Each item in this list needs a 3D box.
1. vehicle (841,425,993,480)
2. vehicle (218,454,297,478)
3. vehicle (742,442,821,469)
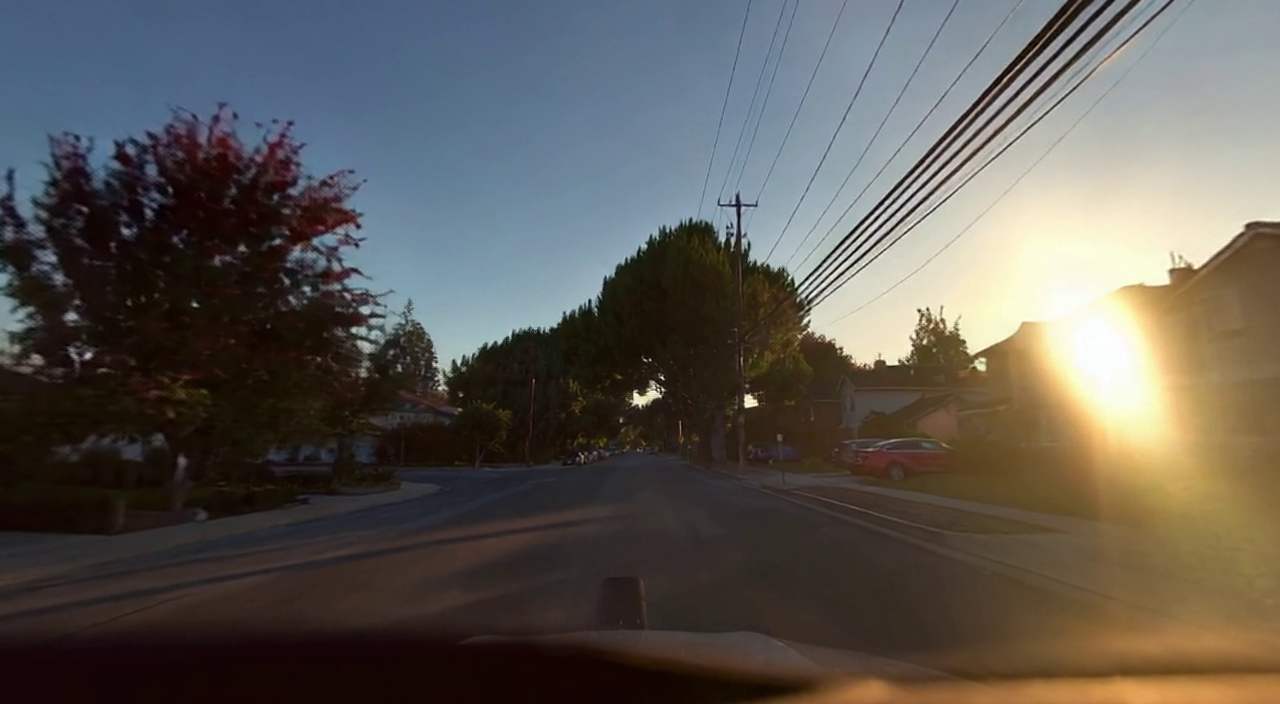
[{"bbox_3d":[10.253,3.773,23.702,4.686,1.786,2.019,-3,-8,5],"label":"vehicle"},{"bbox_3d":[-27.143,8.068,44.929,4.360,1.582,1.920,-1,-9,-2],"label":"vehicle"},{"bbox_3d":[9.522,7.006,42.856,4.846,1.577,2.146,-2,-8,0],"label":"vehicle"}]
